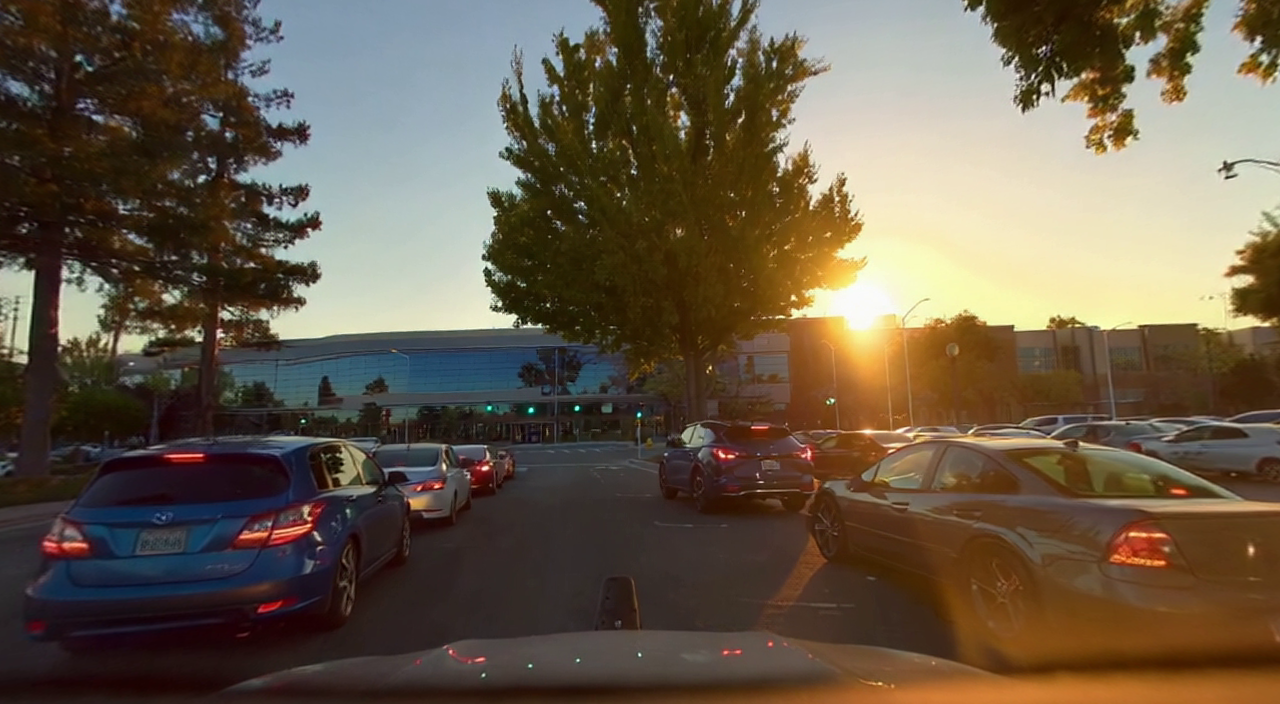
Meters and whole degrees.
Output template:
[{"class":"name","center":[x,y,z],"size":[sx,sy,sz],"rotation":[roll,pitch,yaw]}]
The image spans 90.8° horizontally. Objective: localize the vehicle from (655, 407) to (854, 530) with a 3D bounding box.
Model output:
[{"class":"vehicle","center":[1.902,2.247,12.868],"size":[2.324,1.907,5.634],"rotation":[1,-8,-7]}]

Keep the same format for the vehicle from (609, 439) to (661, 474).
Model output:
[{"class":"vehicle","center":[-0.318,4.792,29.197],"size":[1.910,1.493,4.490],"rotation":[1,-8,-7]}]

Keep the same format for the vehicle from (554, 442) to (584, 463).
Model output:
[{"class":"vehicle","center":[-5.267,7.358,46.523],"size":[2.095,1.473,4.301],"rotation":[1,-8,-7]}]

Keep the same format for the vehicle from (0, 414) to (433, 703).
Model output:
[{"class":"vehicle","center":[-3.003,1.398,5.480],"size":[1.968,1.497,4.286],"rotation":[2,-9,-14]}]

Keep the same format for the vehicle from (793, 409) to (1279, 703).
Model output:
[{"class":"vehicle","center":[3.164,1.399,5.637],"size":[1.904,1.494,4.864],"rotation":[1,-8,-6]}]

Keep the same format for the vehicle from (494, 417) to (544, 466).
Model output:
[{"class":"vehicle","center":[-8.750,6.603,46.635],"size":[2.820,3.263,7.986],"rotation":[1,-8,-6]}]
